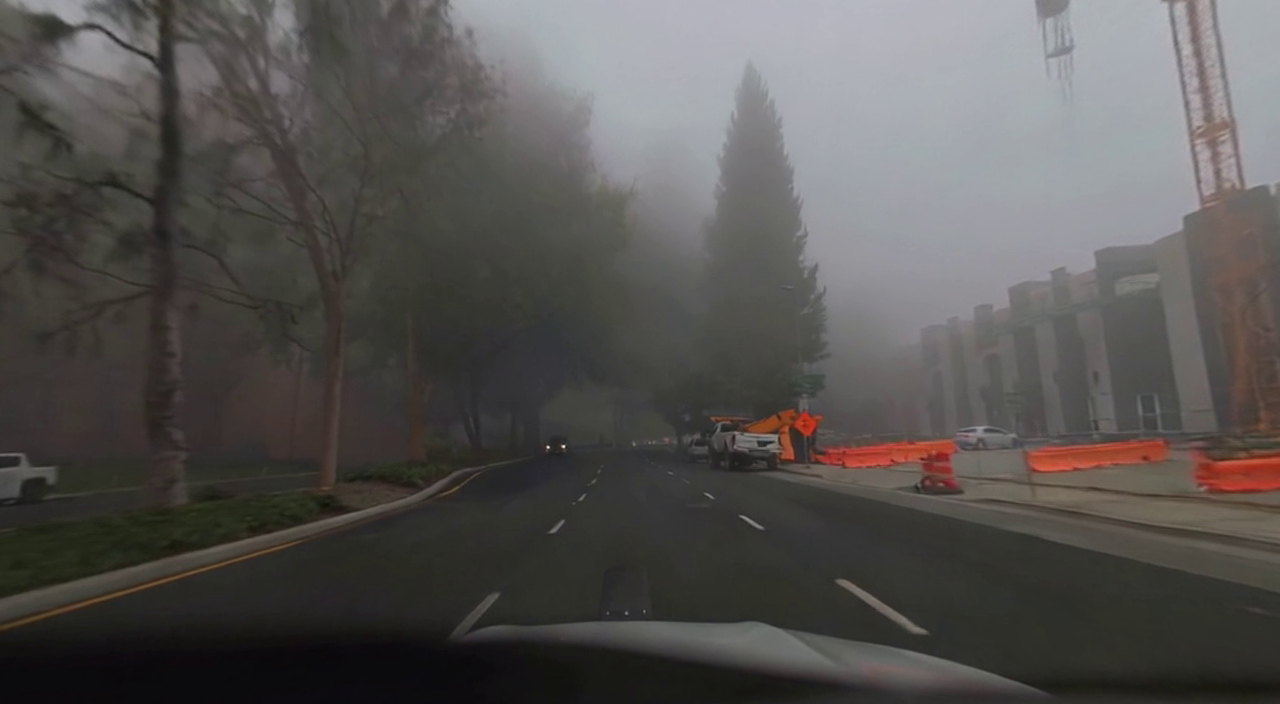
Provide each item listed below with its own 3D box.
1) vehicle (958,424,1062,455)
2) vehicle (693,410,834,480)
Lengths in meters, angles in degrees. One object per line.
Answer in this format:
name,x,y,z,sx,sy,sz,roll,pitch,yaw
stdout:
vehicle,25.295,6.049,43.286,2.420,1.790,5.514,0,-8,-35
vehicle,5.746,4.552,31.053,3.060,2.963,7.552,3,-9,-23
